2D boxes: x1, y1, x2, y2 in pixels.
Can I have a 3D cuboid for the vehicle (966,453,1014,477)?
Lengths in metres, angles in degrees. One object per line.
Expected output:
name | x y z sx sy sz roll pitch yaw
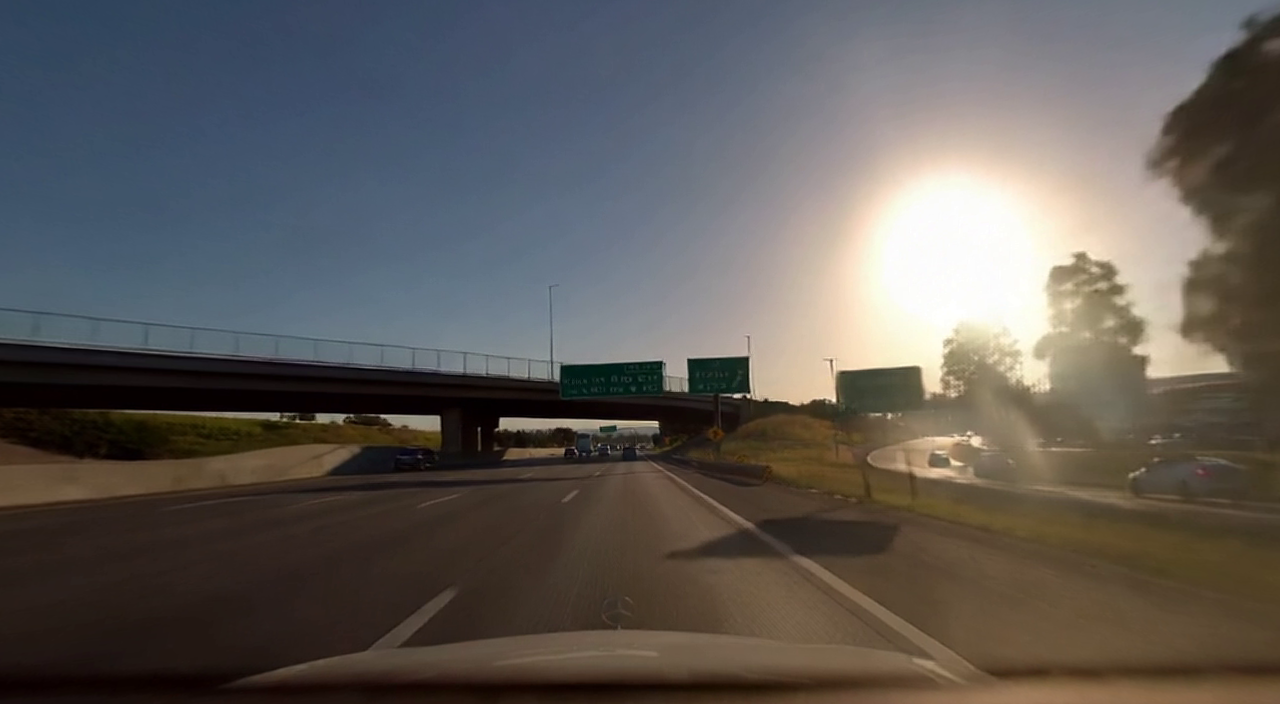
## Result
vehicle | 26.938 8.684 48.801 2.356 1.643 4.254 -2 -9 17

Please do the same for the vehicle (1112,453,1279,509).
vehicle | 20.620 4.802 23.827 2.172 1.778 5.085 1 -10 8

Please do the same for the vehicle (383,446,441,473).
vehicle | -14.442 6.828 40.312 2.057 1.619 4.443 0 -9 0
